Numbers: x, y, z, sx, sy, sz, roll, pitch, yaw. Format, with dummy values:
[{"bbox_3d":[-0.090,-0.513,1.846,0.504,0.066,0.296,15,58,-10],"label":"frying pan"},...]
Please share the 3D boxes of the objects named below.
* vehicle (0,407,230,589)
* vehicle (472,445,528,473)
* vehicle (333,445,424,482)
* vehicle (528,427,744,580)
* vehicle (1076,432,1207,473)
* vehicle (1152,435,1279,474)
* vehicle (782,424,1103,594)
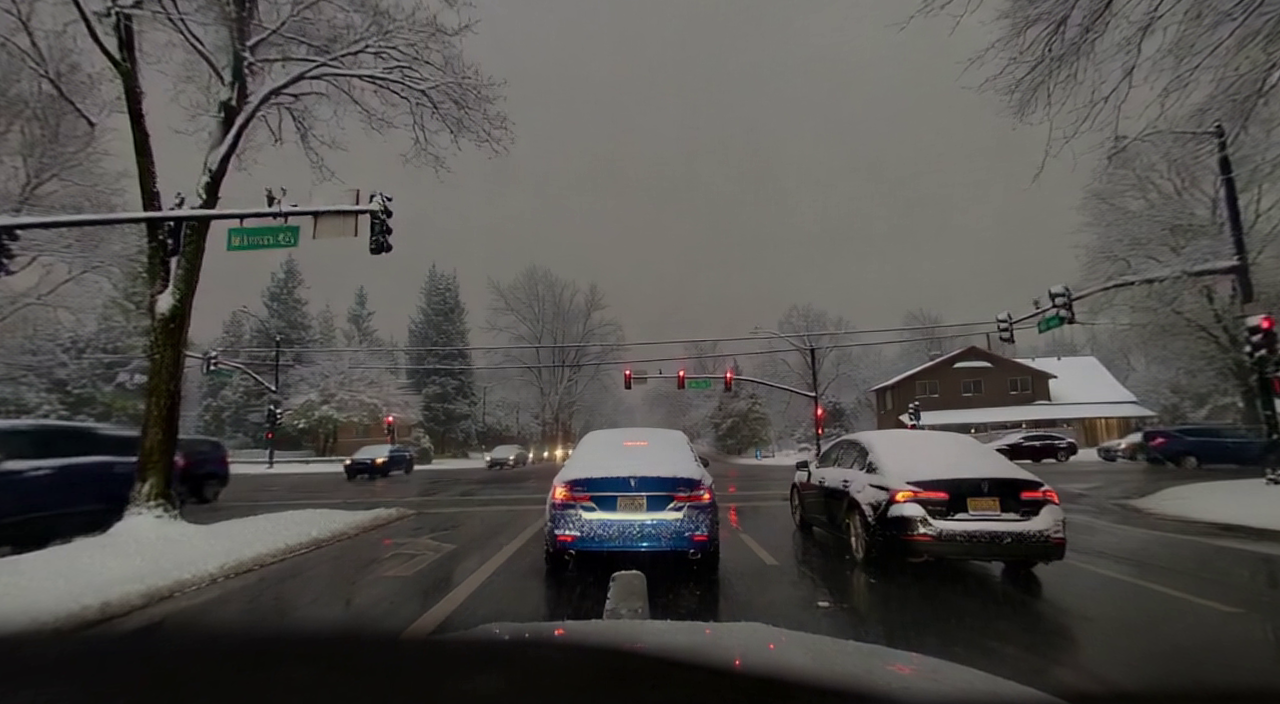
[{"bbox_3d":[-7.510,1.581,7.127,2.383,1.779,4.973,0,-8,1],"label":"vehicle"},{"bbox_3d":[-7.568,5.805,34.530,2.040,1.374,4.150,0,-8,1],"label":"vehicle"},{"bbox_3d":[-11.449,4.881,28.028,2.125,1.476,4.385,-1,-8,0],"label":"vehicle"},{"bbox_3d":[-0.057,1.782,8.257,2.103,1.478,4.073,0,-8,0],"label":"vehicle"},{"bbox_3d":[23.978,4.796,30.337,4.520,1.762,2.005,-1,-8,-1],"label":"vehicle"},{"bbox_3d":[25.395,4.334,26.812,5.159,1.600,2.329,0,-9,2],"label":"vehicle"},{"bbox_3d":[3.177,1.717,7.764,1.913,1.505,4.097,0,-8,0],"label":"vehicle"}]
